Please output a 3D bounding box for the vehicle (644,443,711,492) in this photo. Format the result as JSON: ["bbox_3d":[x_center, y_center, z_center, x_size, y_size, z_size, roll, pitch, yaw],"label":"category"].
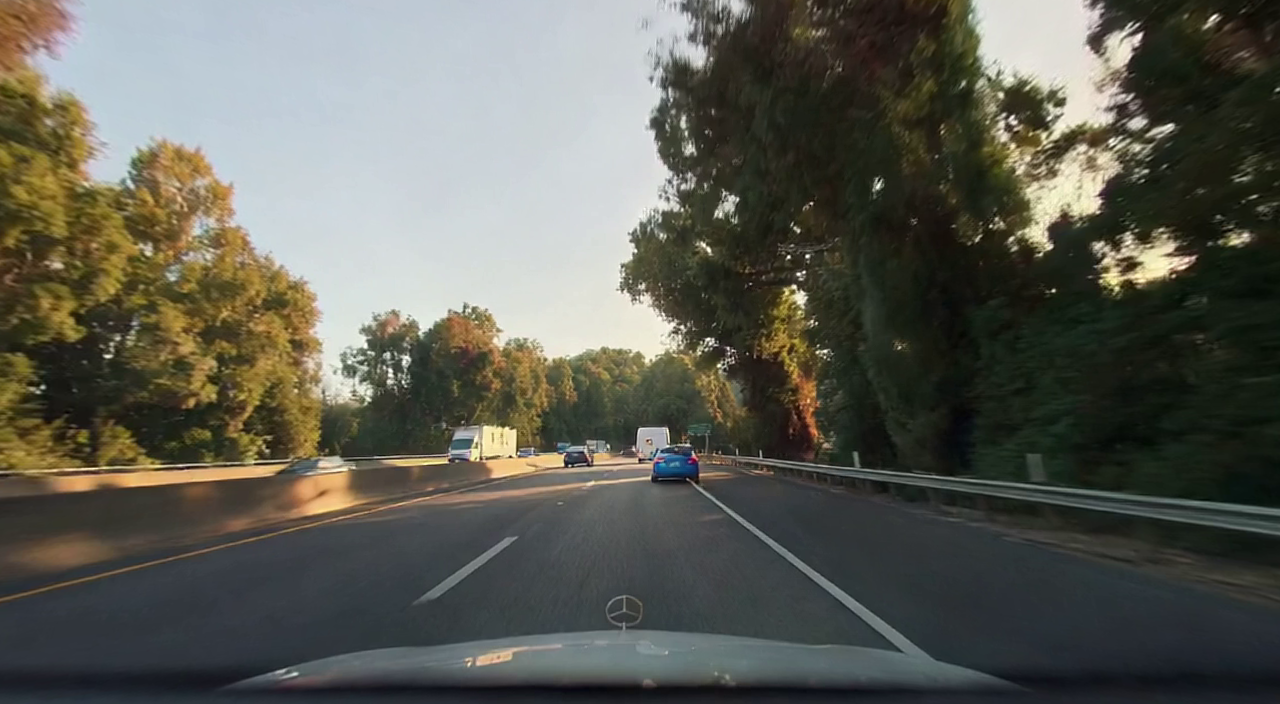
[{"bbox_3d":[1.161,3.810,21.074,2.012,1.485,3.649,0,-9,0],"label":"vehicle"}]

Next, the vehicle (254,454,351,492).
[{"bbox_3d":[-15.146,5.434,28.620,1.829,1.492,4.389,-1,-9,2],"label":"vehicle"}]

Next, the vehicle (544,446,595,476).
[{"bbox_3d":[-3.713,5.839,34.002,2.100,1.514,4.794,0,-9,1],"label":"vehicle"}]
